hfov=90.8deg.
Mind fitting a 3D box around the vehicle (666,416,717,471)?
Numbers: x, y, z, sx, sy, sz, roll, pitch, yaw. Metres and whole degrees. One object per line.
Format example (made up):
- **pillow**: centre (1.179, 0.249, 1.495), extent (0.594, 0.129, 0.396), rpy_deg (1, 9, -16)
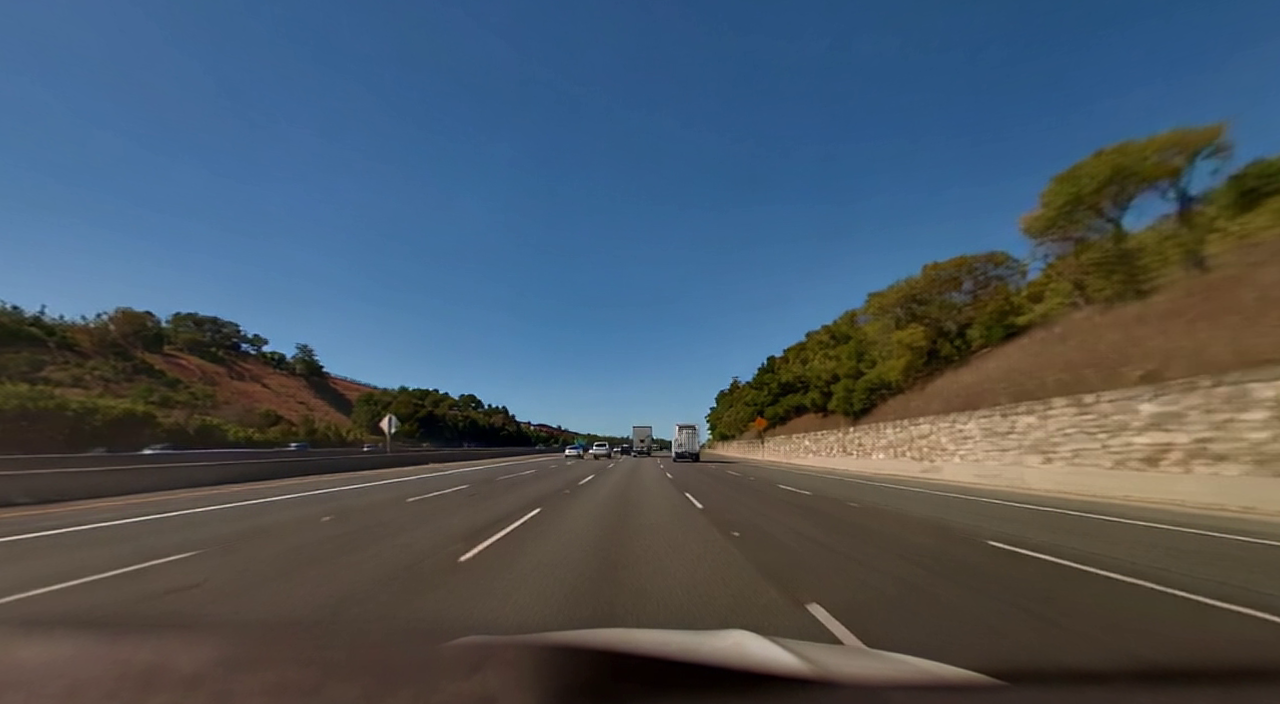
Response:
- **vehicle**: centre (3.264, 6.110, 41.721), extent (2.795, 3.187, 7.205), rpy_deg (-1, -10, 1)
